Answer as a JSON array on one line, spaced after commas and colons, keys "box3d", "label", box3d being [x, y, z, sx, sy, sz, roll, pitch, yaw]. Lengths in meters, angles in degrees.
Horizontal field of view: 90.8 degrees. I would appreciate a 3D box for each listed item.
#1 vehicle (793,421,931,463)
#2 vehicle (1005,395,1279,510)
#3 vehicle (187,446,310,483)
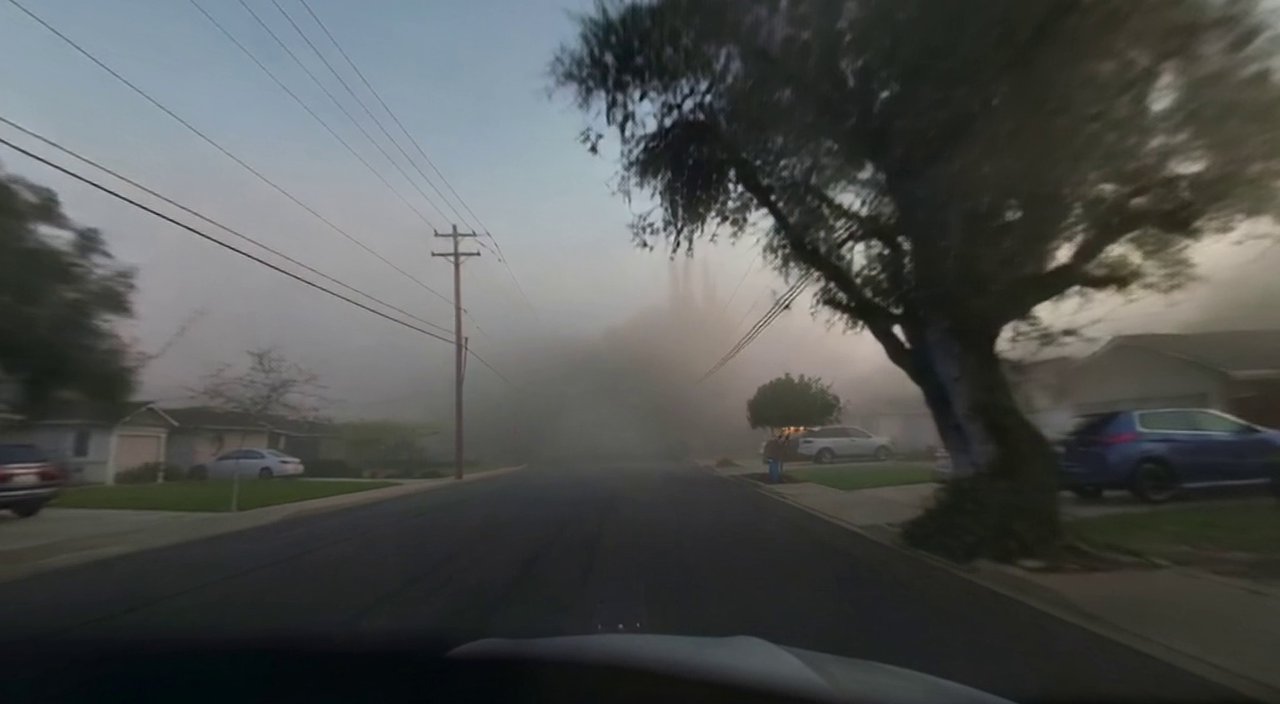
[{"box3d": [11.000, 4.532, 31.666, 5.968, 1.963, 2.573, 1, -8, -3], "label": "vehicle"}, {"box3d": [9.598, 1.779, 11.517, 4.465, 1.727, 2.127, -3, -8, 2], "label": "vehicle"}, {"box3d": [-17.981, 5.153, 29.161, 4.304, 1.643, 1.969, 0, -9, 1], "label": "vehicle"}]
